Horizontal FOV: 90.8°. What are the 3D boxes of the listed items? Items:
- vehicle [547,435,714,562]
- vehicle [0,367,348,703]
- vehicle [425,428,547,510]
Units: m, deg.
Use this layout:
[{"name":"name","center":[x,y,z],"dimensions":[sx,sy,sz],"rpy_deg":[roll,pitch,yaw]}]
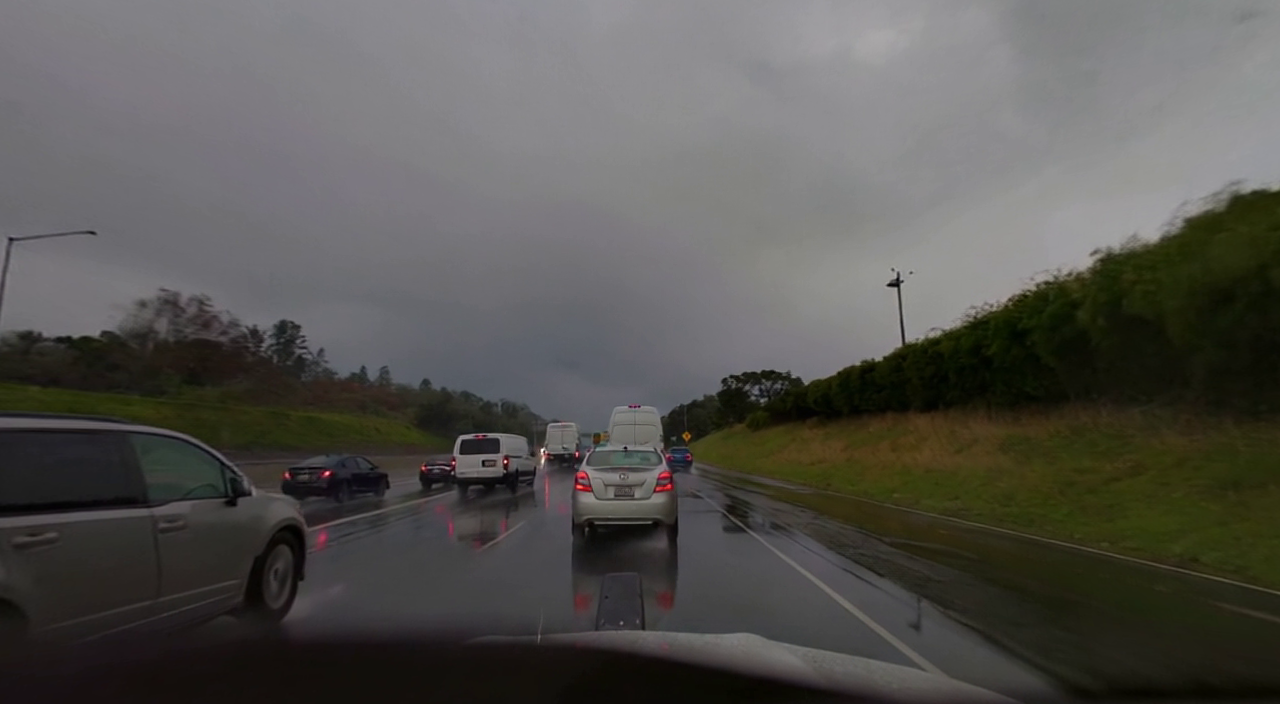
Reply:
[{"name":"vehicle","center":[-0.137,2.026,9.334],"dimensions":[1.995,1.495,3.380],"rpy_deg":[0,-9,-1]},{"name":"vehicle","center":[-3.634,1.027,3.354],"dimensions":[2.029,1.656,4.437],"rpy_deg":[0,-9,0]},{"name":"vehicle","center":[-3.982,3.122,17.246],"dimensions":[2.055,1.913,4.584],"rpy_deg":[-1,-9,2]}]
